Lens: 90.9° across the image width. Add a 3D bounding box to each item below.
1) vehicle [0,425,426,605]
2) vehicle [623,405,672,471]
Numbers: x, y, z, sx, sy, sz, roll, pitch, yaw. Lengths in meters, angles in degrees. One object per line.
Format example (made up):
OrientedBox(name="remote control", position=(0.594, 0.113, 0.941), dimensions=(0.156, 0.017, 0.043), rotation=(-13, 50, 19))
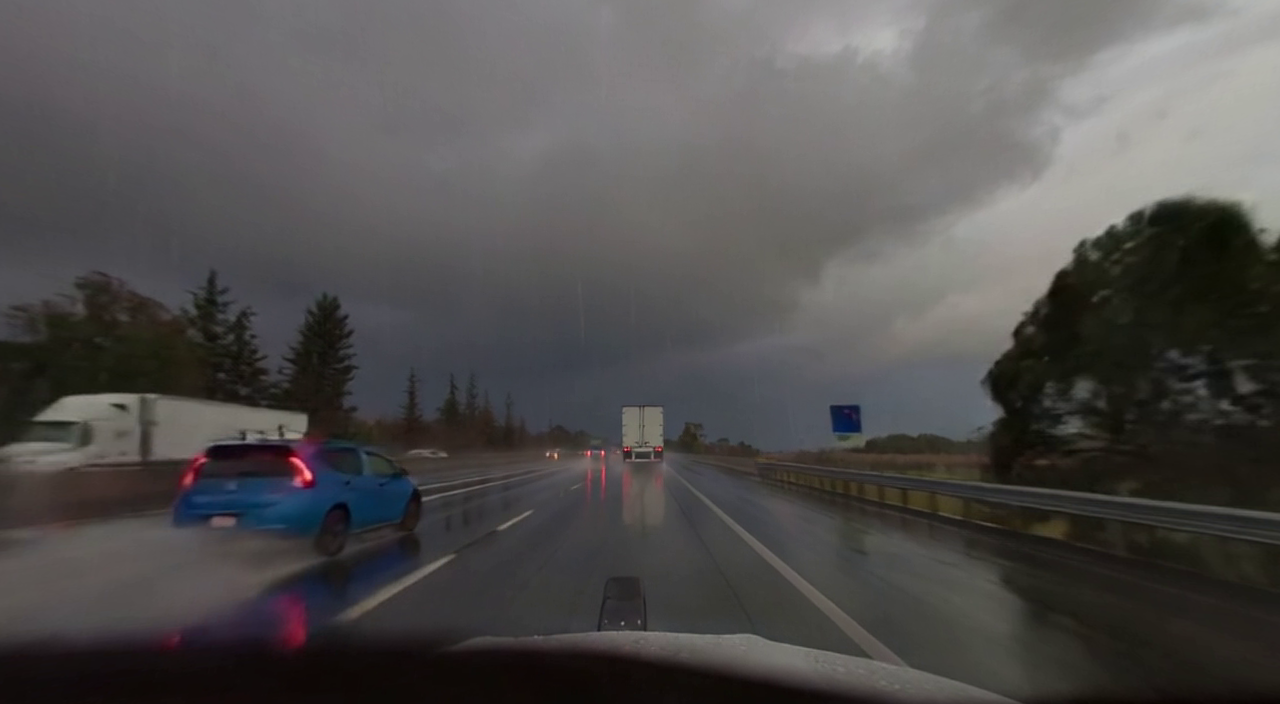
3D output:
OrientedBox(name="vehicle", position=(-4.490, 1.760, 7.811), dimensions=(2.051, 1.538, 4.569), rotation=(0, -9, 0))
OrientedBox(name="vehicle", position=(0.504, 5.919, 42.882), dimensions=(2.899, 3.966, 10.053), rotation=(0, -9, 1))
